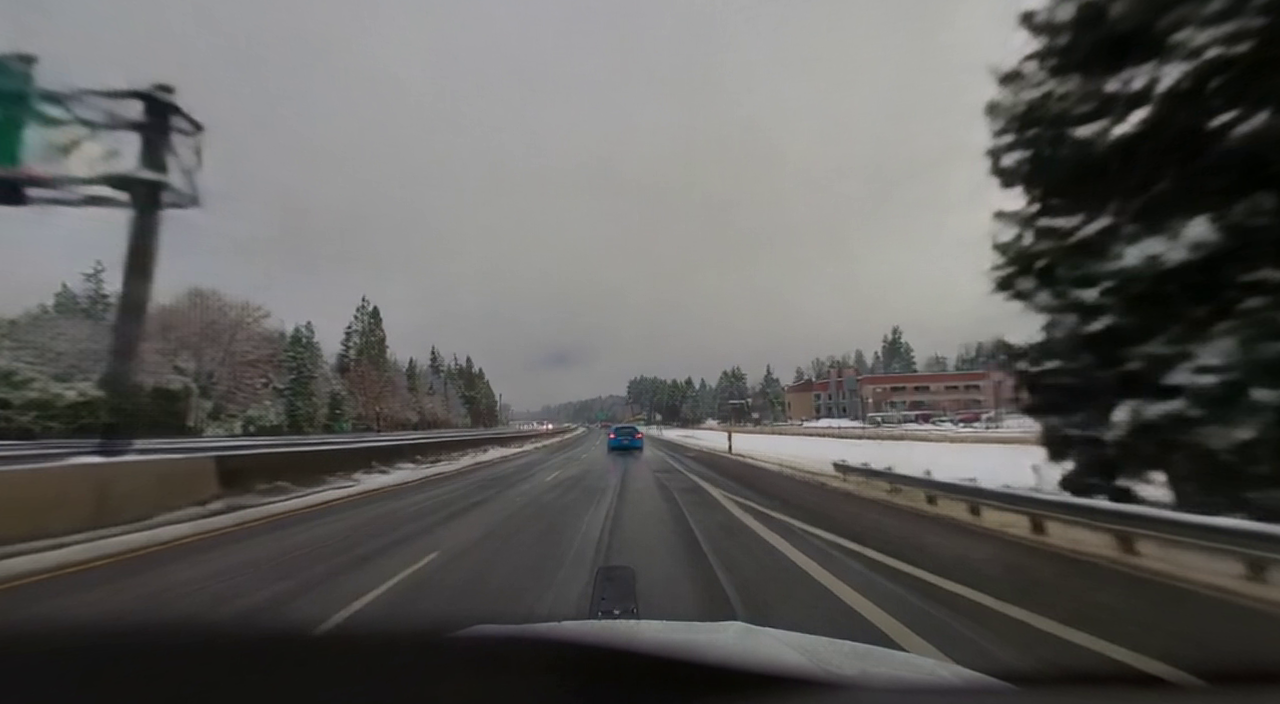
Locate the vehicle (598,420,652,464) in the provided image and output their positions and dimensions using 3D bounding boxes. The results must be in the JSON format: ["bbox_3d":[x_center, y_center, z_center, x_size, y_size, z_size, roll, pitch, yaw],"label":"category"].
[{"bbox_3d":[-0.625,3.652,25.831,2.020,1.633,3.942,0,-7,-2],"label":"vehicle"}]
